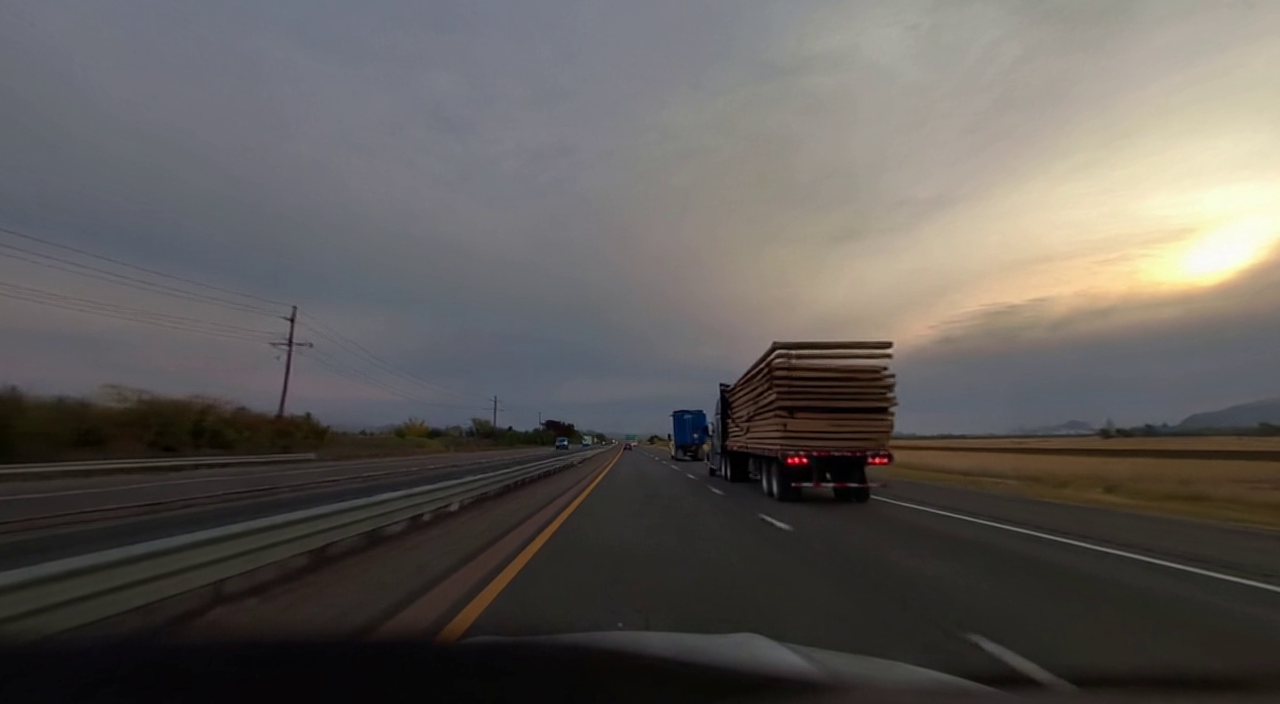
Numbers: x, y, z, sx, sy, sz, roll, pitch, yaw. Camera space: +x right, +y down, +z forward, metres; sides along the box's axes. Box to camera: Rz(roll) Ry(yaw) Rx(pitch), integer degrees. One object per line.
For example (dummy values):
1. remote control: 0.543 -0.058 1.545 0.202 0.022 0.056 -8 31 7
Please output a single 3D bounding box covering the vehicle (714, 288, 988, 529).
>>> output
1. vehicle: 4.344 1.844 17.550 3.024 4.065 13.796 -1 -8 1
